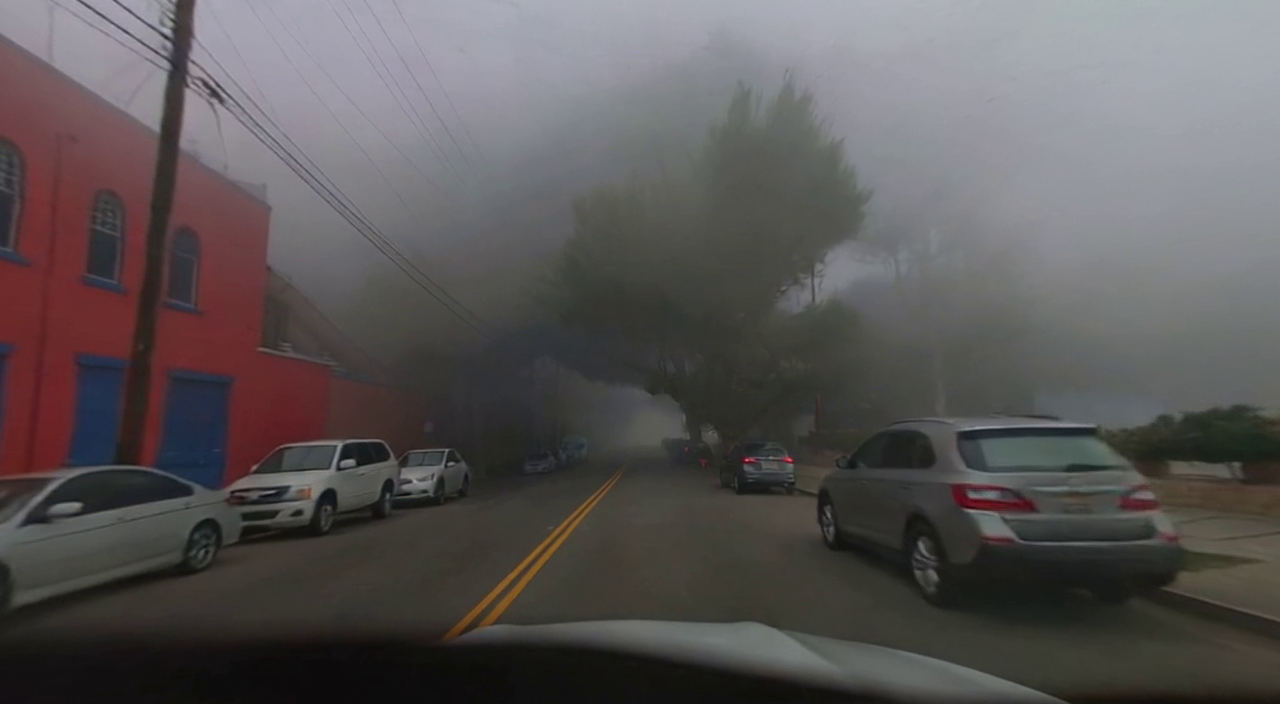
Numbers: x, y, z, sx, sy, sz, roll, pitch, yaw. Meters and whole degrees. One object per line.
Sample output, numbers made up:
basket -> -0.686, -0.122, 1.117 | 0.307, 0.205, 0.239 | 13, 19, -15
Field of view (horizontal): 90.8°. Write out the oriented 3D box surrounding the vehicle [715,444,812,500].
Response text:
vehicle -> 3.578, 3.548, 19.208 | 1.942, 1.476, 4.739 | 0, -9, -1

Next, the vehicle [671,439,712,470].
vehicle -> 3.408, 6.882, 42.714 | 2.313, 1.937, 5.092 | 0, -9, 0

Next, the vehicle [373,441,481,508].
vehicle -> -6.232, 3.612, 18.977 | 1.906, 1.623, 4.057 | -4, -9, -2

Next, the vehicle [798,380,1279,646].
vehicle -> 3.426, 1.457, 6.765 | 2.182, 1.824, 4.622 | 0, -9, -1

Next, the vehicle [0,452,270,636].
vehicle -> -6.253, 1.878, 6.798 | 1.844, 1.486, 4.474 | -2, -9, 0

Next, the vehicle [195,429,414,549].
vehicle -> -6.210, 2.542, 12.468 | 1.983, 1.809, 4.503 | -2, -8, -2

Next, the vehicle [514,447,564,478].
vehicle -> -5.802, 6.395, 36.888 | 1.910, 1.488, 3.999 | -2, -6, 6
